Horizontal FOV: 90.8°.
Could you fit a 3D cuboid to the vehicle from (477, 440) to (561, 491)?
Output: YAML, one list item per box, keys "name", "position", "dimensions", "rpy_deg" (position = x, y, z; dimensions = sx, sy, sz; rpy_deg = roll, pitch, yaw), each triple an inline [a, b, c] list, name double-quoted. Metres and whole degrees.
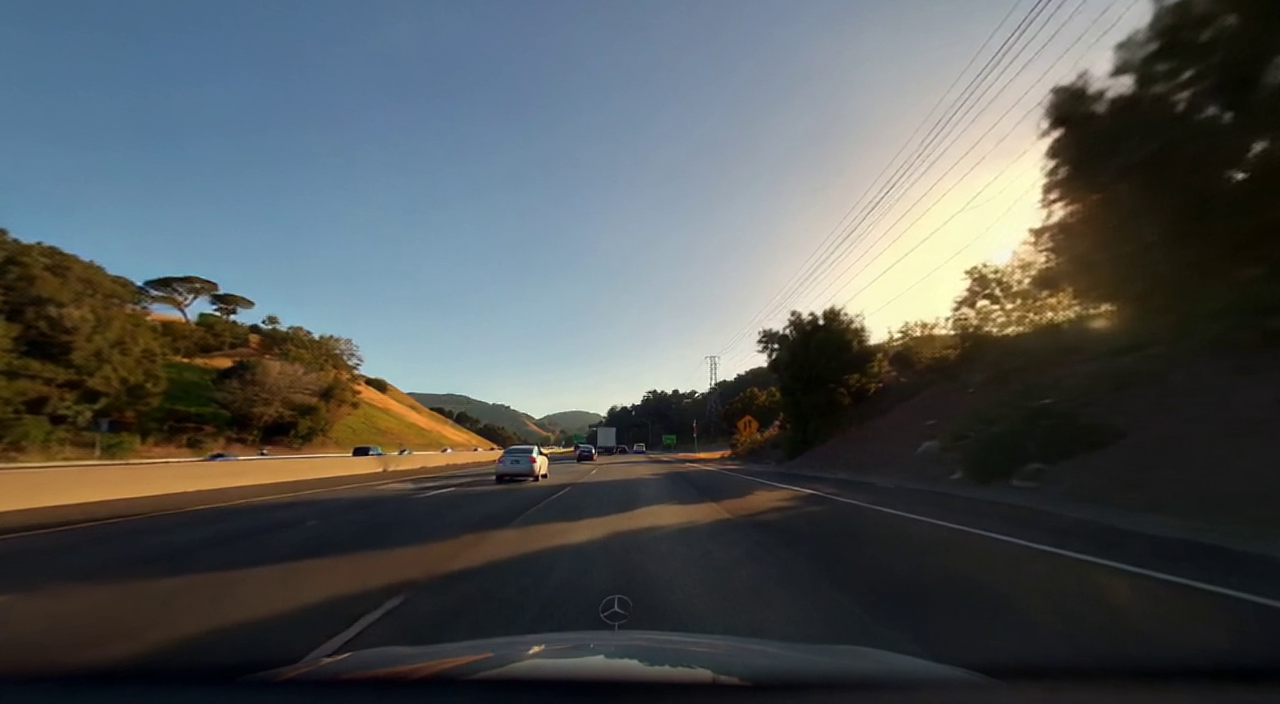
- name: "vehicle"
  position: [-3.978, 3.816, 21.560]
  dimensions: [1.963, 1.533, 4.477]
  rpy_deg: [0, -9, 0]
